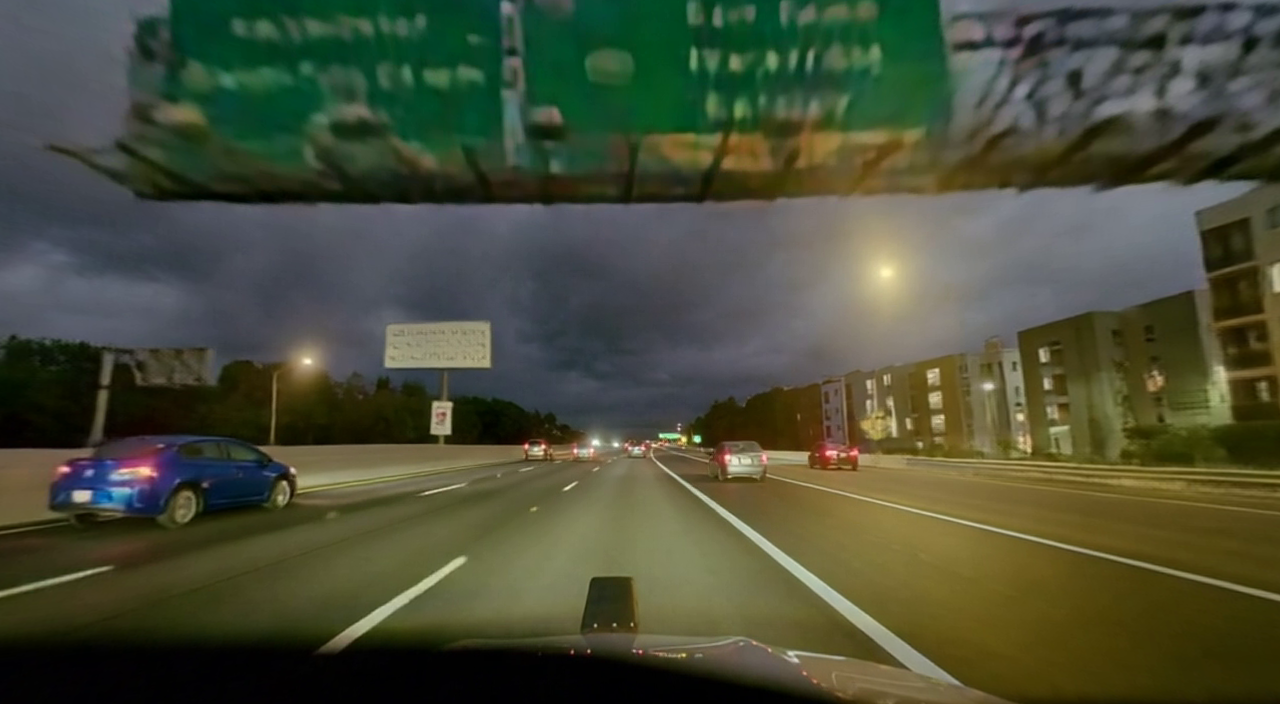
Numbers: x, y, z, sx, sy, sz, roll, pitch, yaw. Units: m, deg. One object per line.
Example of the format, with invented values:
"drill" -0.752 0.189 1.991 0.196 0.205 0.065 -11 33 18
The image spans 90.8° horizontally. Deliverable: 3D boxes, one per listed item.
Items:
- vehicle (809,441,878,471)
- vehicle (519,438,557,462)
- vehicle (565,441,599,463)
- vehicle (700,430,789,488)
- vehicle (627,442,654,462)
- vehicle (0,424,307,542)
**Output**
"vehicle" 10.591 5.427 33.228 2.061 1.459 4.273 0 -9 -2
"vehicle" -7.712 7.441 48.210 2.057 1.733 4.589 0 -9 1
"vehicle" -3.995 6.988 44.254 2.002 1.466 4.378 0 -9 0
"vehicle" 3.320 3.514 20.987 2.080 1.694 4.286 0 -9 -2
"vehicle" 0.015 7.572 48.026 1.992 1.431 4.055 0 -9 -1
"vehicle" -7.718 2.022 10.389 2.021 1.496 4.495 0 -9 0
